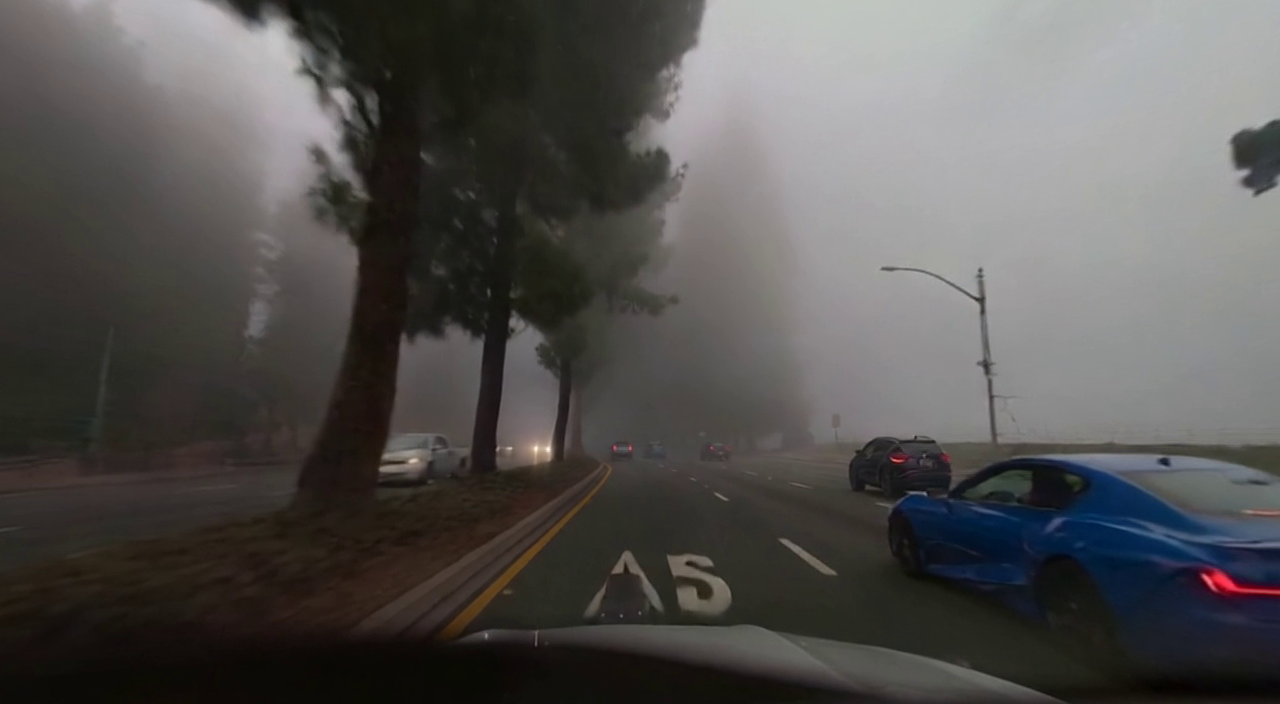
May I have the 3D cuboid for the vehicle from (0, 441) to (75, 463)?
[{"bbox_3d":[-47.675,7.867,49.652,4.503,1.663,1.718,1,-9,-5],"label":"vehicle"}]

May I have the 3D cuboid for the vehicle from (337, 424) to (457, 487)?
[{"bbox_3d":[-7.678,3.330,20.539,2.106,1.768,4.552,0,-9,0],"label":"vehicle"}]

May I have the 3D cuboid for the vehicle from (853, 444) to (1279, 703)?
[{"bbox_3d":[3.428,1.397,4.858,1.990,1.347,4.388,0,-9,-1],"label":"vehicle"}]

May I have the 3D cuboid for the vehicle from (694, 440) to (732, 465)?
[{"bbox_3d":[5.197,7.243,45.631,1.931,1.685,4.054,0,-9,-5],"label":"vehicle"}]
